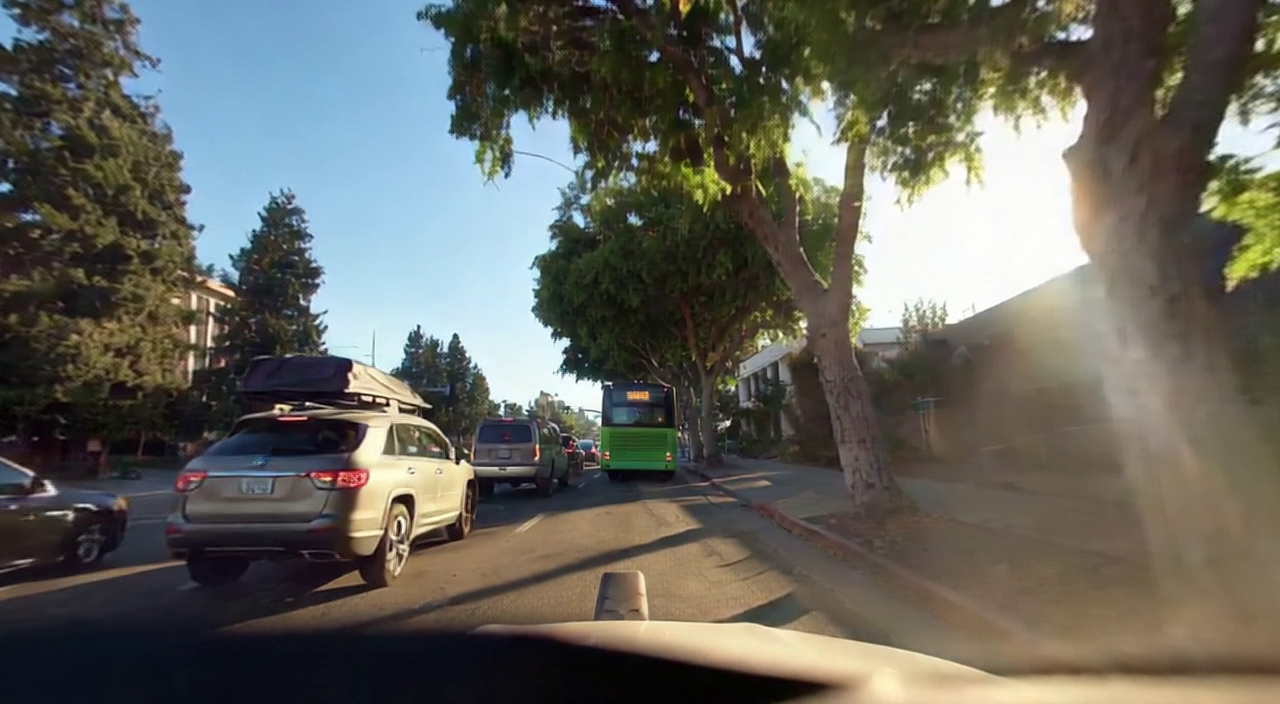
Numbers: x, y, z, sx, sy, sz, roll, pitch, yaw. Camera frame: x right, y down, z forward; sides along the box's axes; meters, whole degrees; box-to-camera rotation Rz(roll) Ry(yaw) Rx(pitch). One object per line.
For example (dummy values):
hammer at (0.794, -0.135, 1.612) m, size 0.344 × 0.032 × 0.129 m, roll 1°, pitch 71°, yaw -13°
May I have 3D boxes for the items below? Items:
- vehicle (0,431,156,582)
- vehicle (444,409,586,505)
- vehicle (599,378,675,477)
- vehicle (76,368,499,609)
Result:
vehicle at (-7.298, 1.477, 5.932) m, size 1.986 × 1.473 × 4.465 m, roll 0°, pitch -9°, yaw -1°
vehicle at (-3.035, 2.779, 17.045) m, size 2.546 × 2.125 × 5.869 m, roll 0°, pitch -9°, yaw 1°
vehicle at (-0.081, 3.879, 31.021) m, size 2.970 × 3.857 × 12.200 m, roll 0°, pitch -9°, yaw 0°
vehicle at (-3.346, 1.453, 7.573) m, size 2.095 × 1.892 × 5.043 m, roll 0°, pitch -9°, yaw 1°
